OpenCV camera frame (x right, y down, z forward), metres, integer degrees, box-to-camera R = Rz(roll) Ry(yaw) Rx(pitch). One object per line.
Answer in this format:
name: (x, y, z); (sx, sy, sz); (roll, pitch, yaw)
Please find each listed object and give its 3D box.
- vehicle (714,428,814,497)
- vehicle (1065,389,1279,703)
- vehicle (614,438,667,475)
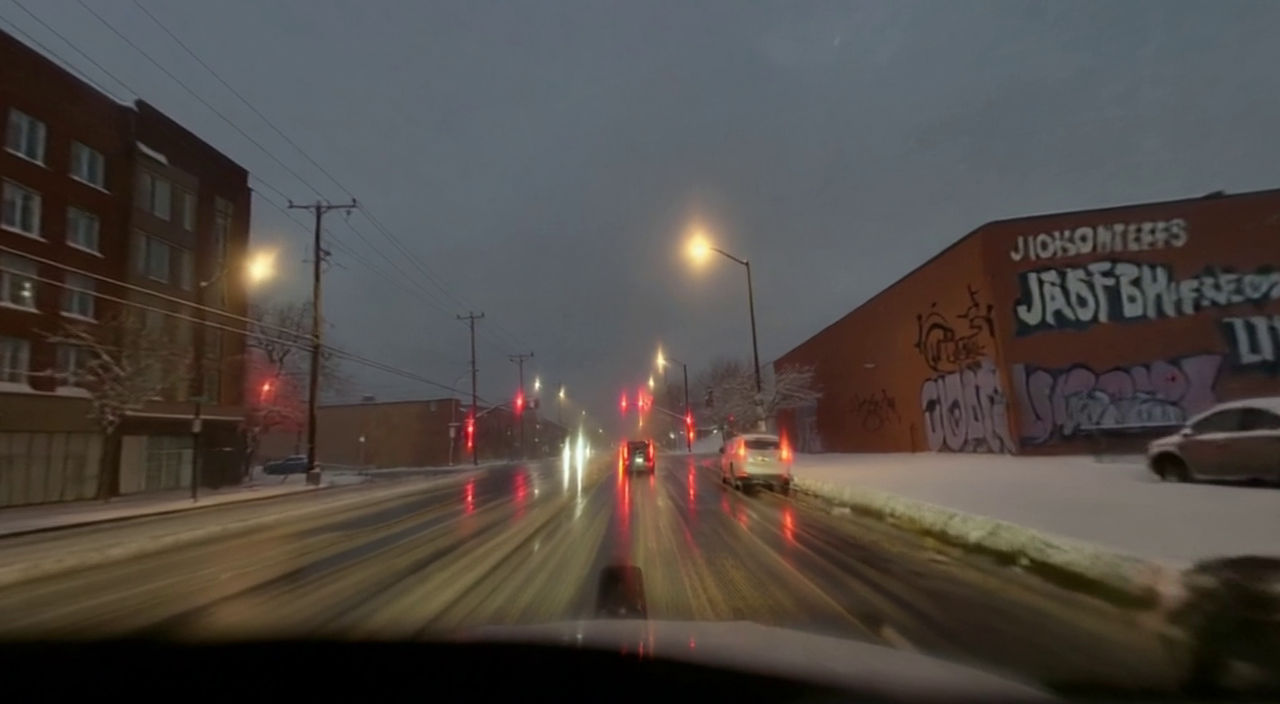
vehicle: (3.378, 3.110, 18.075); (1.938, 1.714, 4.402); (0, -9, -1)
vehicle: (3.127, 0.726, 0.937); (2.062, 1.535, 4.206); (0, -9, 1)
vehicle: (0.012, 4.615, 27.899); (2.153, 1.505, 4.452); (0, -9, 0)
